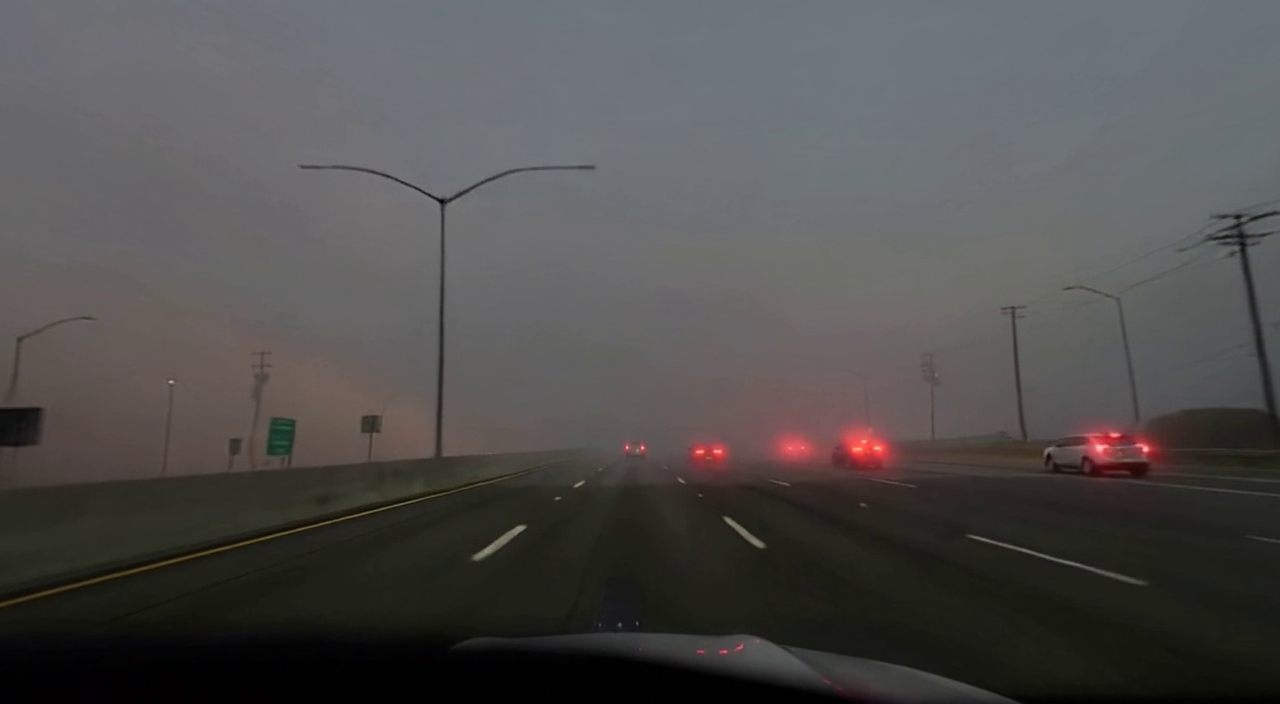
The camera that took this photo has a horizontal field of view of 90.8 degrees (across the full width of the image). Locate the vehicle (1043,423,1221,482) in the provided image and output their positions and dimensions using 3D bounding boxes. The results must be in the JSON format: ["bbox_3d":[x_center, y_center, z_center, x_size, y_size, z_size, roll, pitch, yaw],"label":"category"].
[{"bbox_3d":[17.773,3.686,23.349,2.190,1.911,5.658,-1,-9,3],"label":"vehicle"}]

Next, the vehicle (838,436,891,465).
[{"bbox_3d":[15.074,6.640,42.729,2.070,1.782,5.006,-1,-9,4],"label":"vehicle"}]

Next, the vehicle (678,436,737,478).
[{"bbox_3d":[2.845,4.558,27.647,1.997,1.638,4.281,0,-9,-1],"label":"vehicle"}]
